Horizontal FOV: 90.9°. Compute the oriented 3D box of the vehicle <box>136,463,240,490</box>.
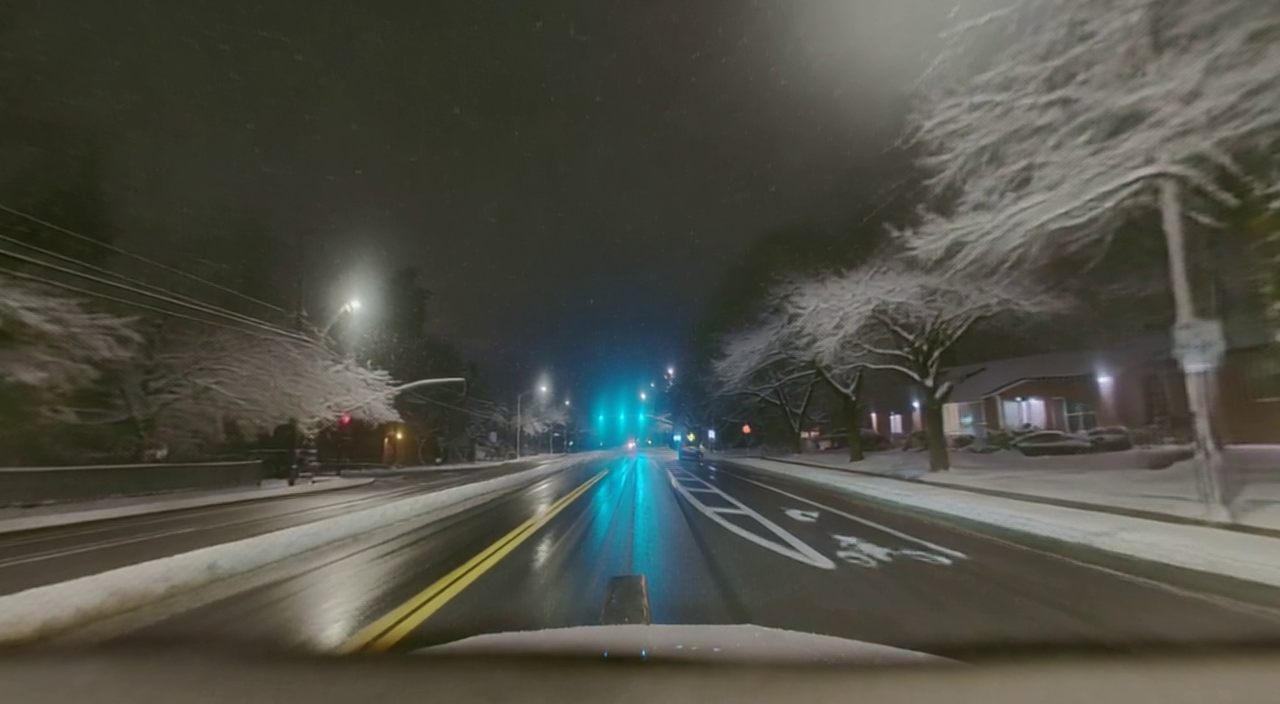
[{"bbox_3d":[-27.751,7.638,38.836,4.696,1.518,2.224,0,-8,-2],"label":"vehicle"}]

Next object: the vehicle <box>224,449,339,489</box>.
[{"bbox_3d":[-21.915,7.171,38.662,5.841,1.902,2.244,-5,-8,4],"label":"vehicle"}]
